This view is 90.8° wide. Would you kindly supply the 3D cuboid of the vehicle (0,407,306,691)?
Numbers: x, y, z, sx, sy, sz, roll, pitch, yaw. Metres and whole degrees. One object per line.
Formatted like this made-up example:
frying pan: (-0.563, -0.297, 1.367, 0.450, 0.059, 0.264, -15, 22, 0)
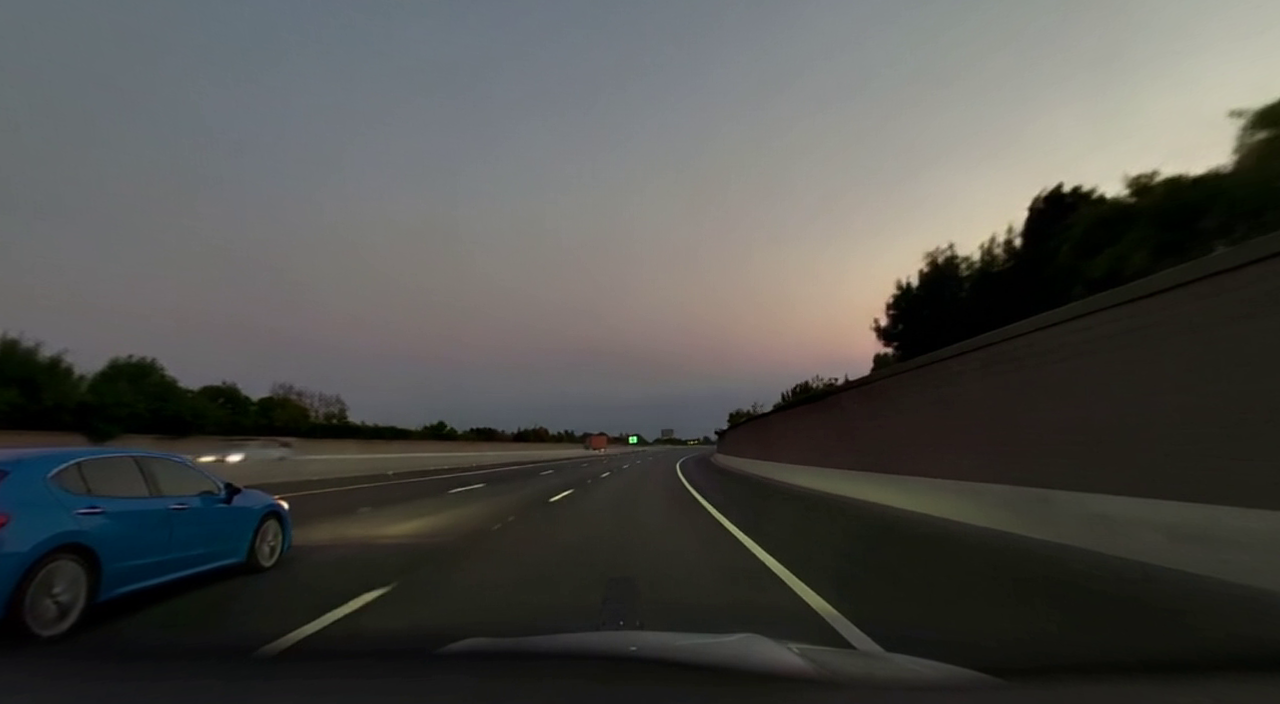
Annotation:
vehicle: (-4.392, 1.228, 4.494, 1.928, 1.504, 3.745, 0, -9, 0)
